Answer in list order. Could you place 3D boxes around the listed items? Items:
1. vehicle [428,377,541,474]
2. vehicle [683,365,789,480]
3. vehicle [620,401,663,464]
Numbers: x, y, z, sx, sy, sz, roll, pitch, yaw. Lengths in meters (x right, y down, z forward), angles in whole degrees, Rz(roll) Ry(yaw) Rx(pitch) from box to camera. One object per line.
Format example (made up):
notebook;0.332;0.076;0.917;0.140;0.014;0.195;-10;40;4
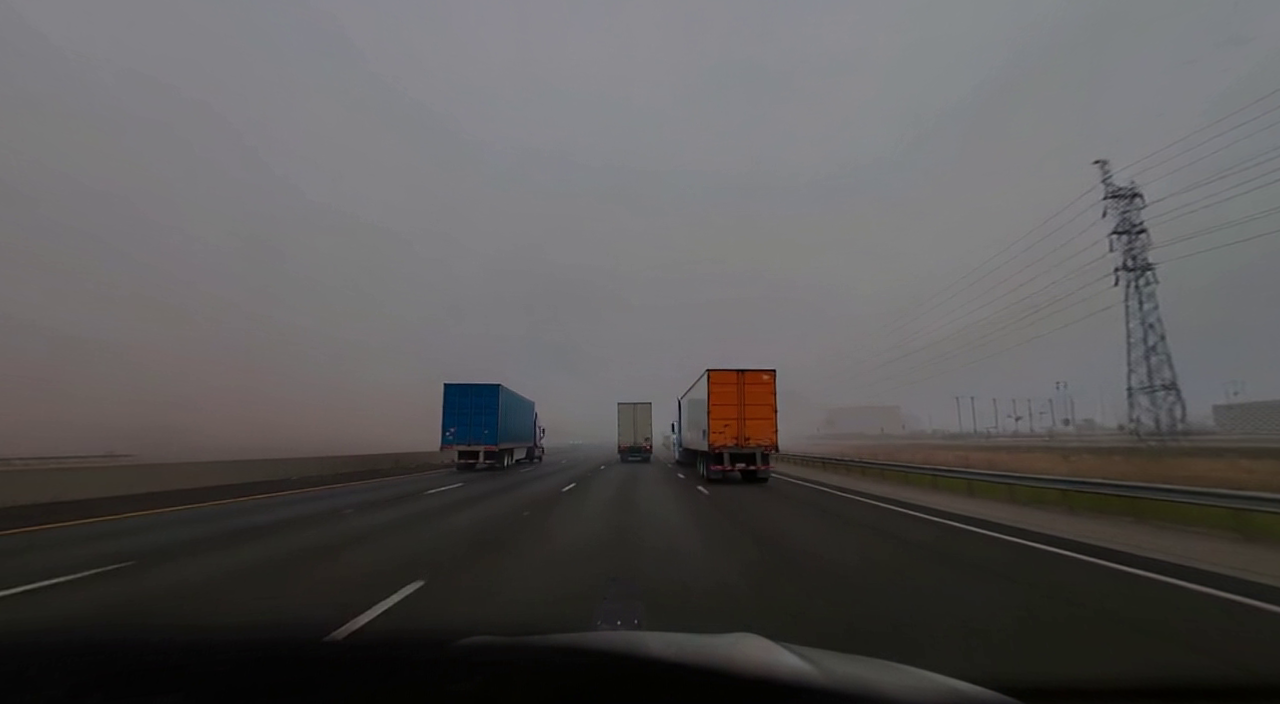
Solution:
vehicle;-7.285;3.865;31.742;2.937;3.981;11.119;0;-9;-1
vehicle;3.602;3.120;26.562;2.806;3.919;9.777;0;-9;-1
vehicle;0.227;6.385;49.268;2.891;4.252;12.228;-1;-9;1
